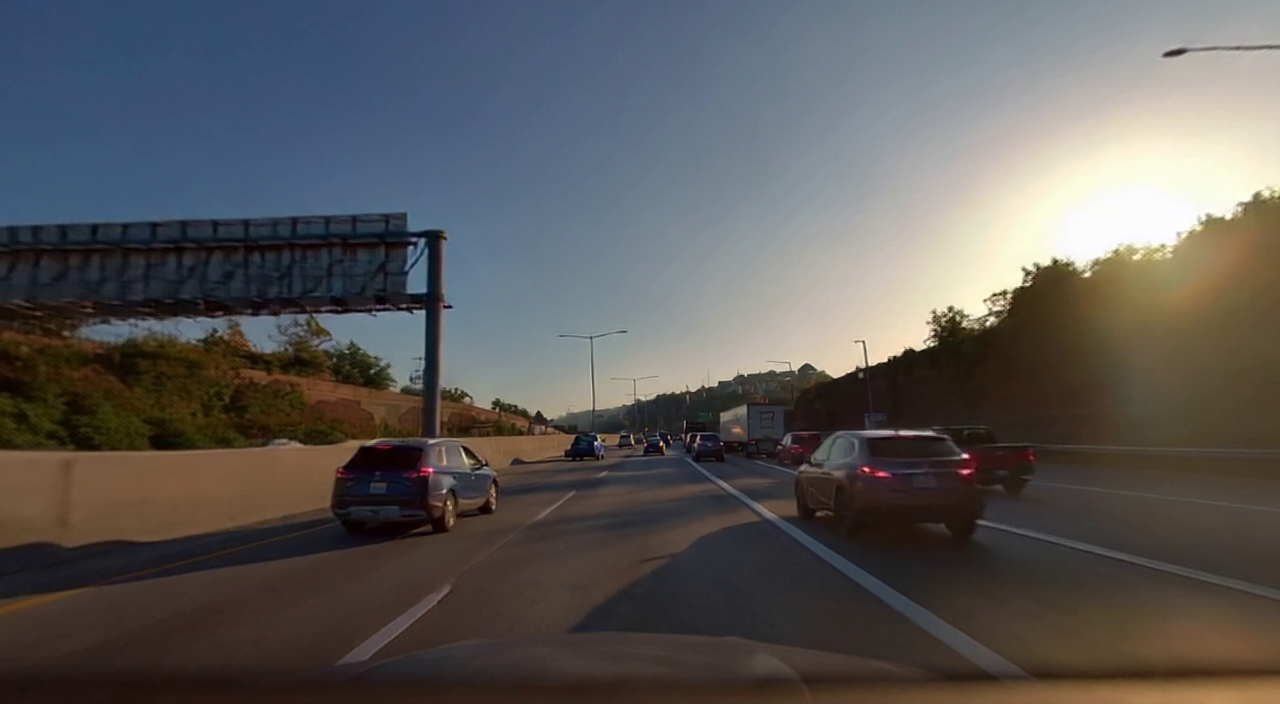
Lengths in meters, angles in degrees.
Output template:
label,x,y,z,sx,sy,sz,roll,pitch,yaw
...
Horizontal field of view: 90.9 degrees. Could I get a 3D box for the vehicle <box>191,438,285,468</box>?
label,x,y,z,sx,sy,sz,roll,pitch,yaw
vehicle,-22.130,5.599,34.985,1.923,1.509,4.735,-1,-9,2

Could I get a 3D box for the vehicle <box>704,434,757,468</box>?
label,x,y,z,sx,sy,sz,roll,pitch,yaw
vehicle,4.312,4.800,30.799,1.933,1.503,4.520,-1,-9,0

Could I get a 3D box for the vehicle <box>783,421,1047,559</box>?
label,x,y,z,sx,sy,sz,roll,pitch,yaw
vehicle,3.507,1.830,9.077,1.933,1.492,4.125,-1,-9,0

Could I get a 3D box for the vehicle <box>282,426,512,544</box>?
label,x,y,z,sx,sy,sz,roll,pitch,yaw
vehicle,-3.556,2.032,10.298,1.914,1.476,4.416,-1,-9,1

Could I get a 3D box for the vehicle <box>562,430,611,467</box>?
label,x,y,z,sx,sy,sz,roll,pitch,yaw
vehicle,-2.672,4.923,32.346,2.006,1.741,4.277,-1,-8,2

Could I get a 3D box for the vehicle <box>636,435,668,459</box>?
label,x,y,z,sx,sy,sz,roll,pitch,yaw
vehicle,0.793,6.300,41.728,2.040,1.461,3.984,-1,-9,1
